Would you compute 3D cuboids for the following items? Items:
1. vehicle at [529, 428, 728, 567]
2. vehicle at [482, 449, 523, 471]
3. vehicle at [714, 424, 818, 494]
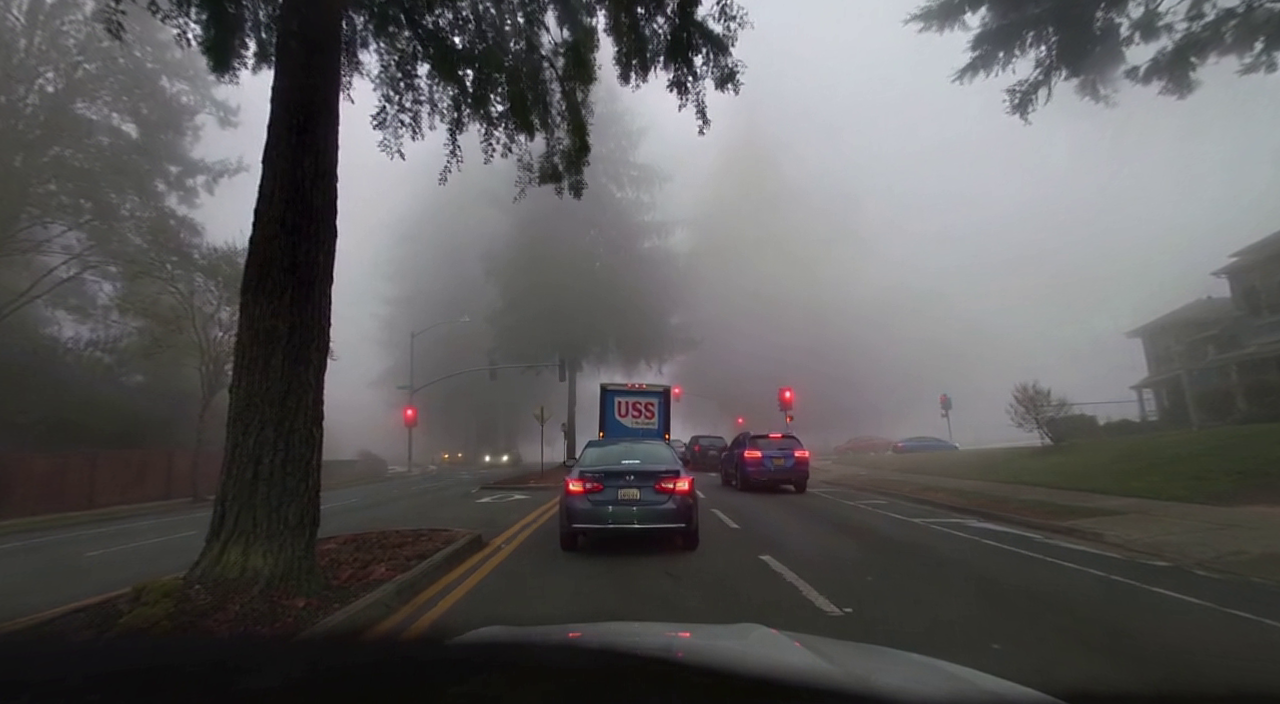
[{"bbox_3d":[-0.159,1.887,8.979,2.135,1.483,4.207,0,-8,-1],"label":"vehicle"},{"bbox_3d":[-9.776,7.691,45.287,1.950,1.467,4.270,0,-8,1],"label":"vehicle"},{"bbox_3d":[3.625,3.194,19.125,2.145,1.847,4.524,0,-8,-1],"label":"vehicle"}]
